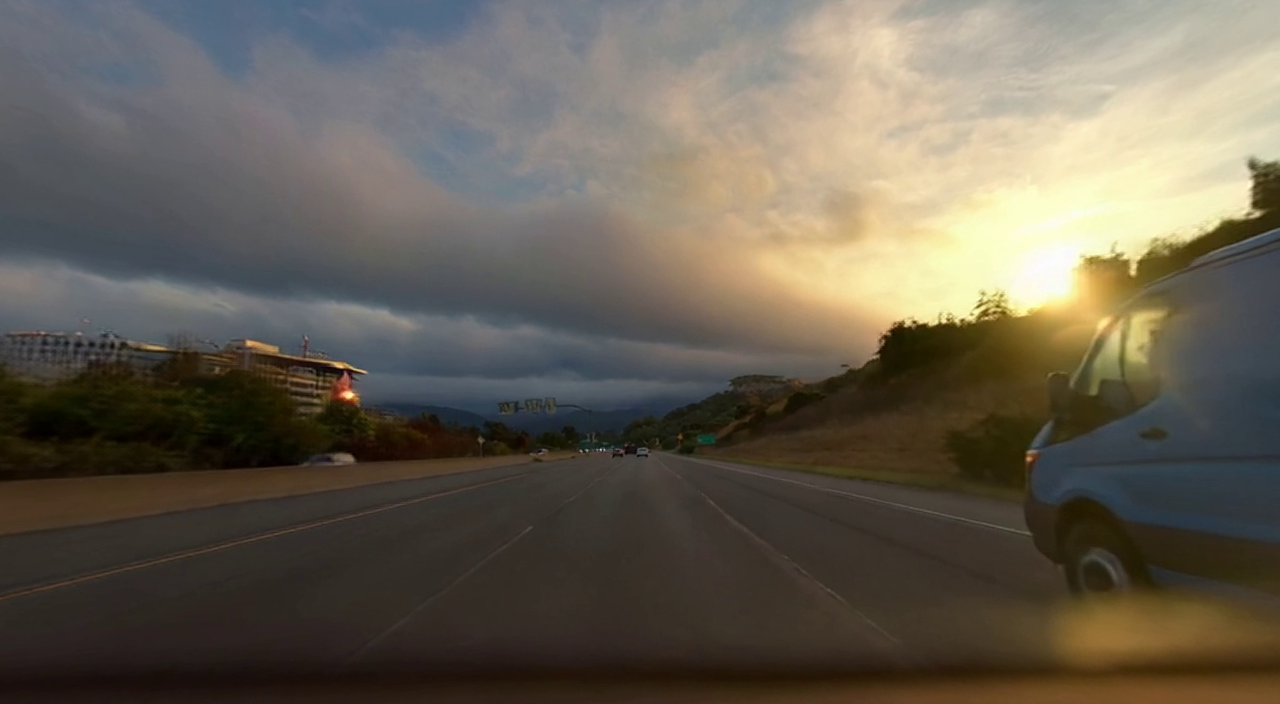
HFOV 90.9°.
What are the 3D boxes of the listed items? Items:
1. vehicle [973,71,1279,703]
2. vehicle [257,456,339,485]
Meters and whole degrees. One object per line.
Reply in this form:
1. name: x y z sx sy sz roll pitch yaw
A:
1. vehicle: 3.939 0.056 1.449 2.527 2.809 6.831 0 -9 0
2. vehicle: -19.348 6.691 35.902 2.011 1.496 4.719 0 -9 0
